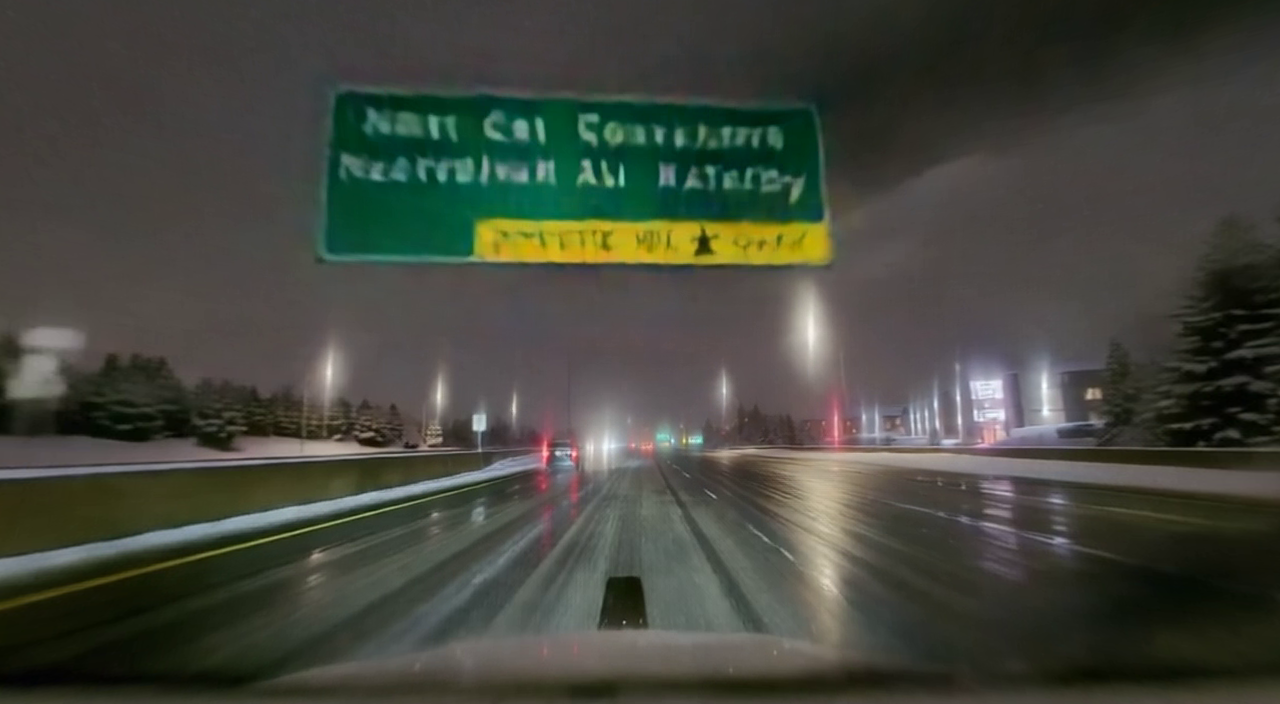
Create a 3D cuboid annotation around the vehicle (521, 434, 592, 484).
[{"bbox_3d":[-3.062,4.027,24.109,2.072,1.706,4.359,0,-8,1],"label":"vehicle"}]
